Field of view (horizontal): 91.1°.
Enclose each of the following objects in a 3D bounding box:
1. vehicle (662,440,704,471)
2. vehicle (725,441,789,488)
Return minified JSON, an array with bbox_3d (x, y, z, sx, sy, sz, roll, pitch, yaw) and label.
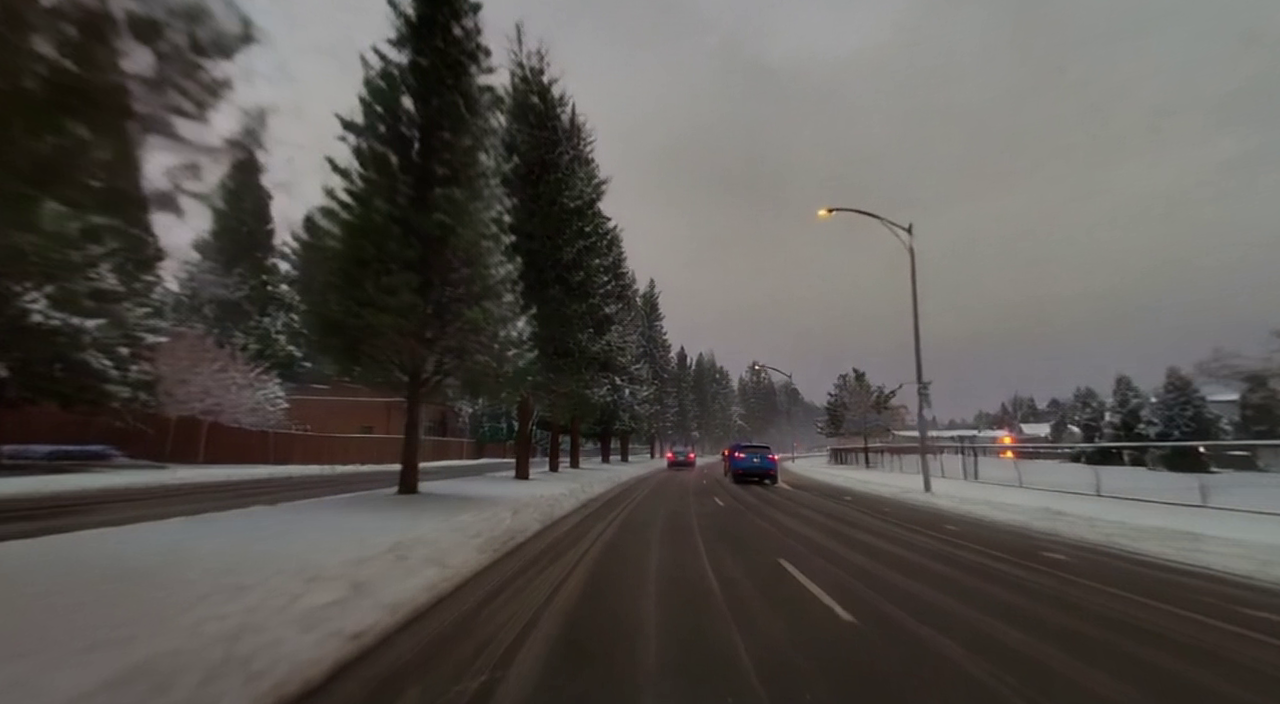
[{"bbox_3d":[2.725,6.362,38.792,2.251,1.822,4.391,-1,-9,8],"label":"vehicle"},{"bbox_3d":[4.528,4.396,24.851,1.971,1.663,4.287,-1,-8,4],"label":"vehicle"}]
